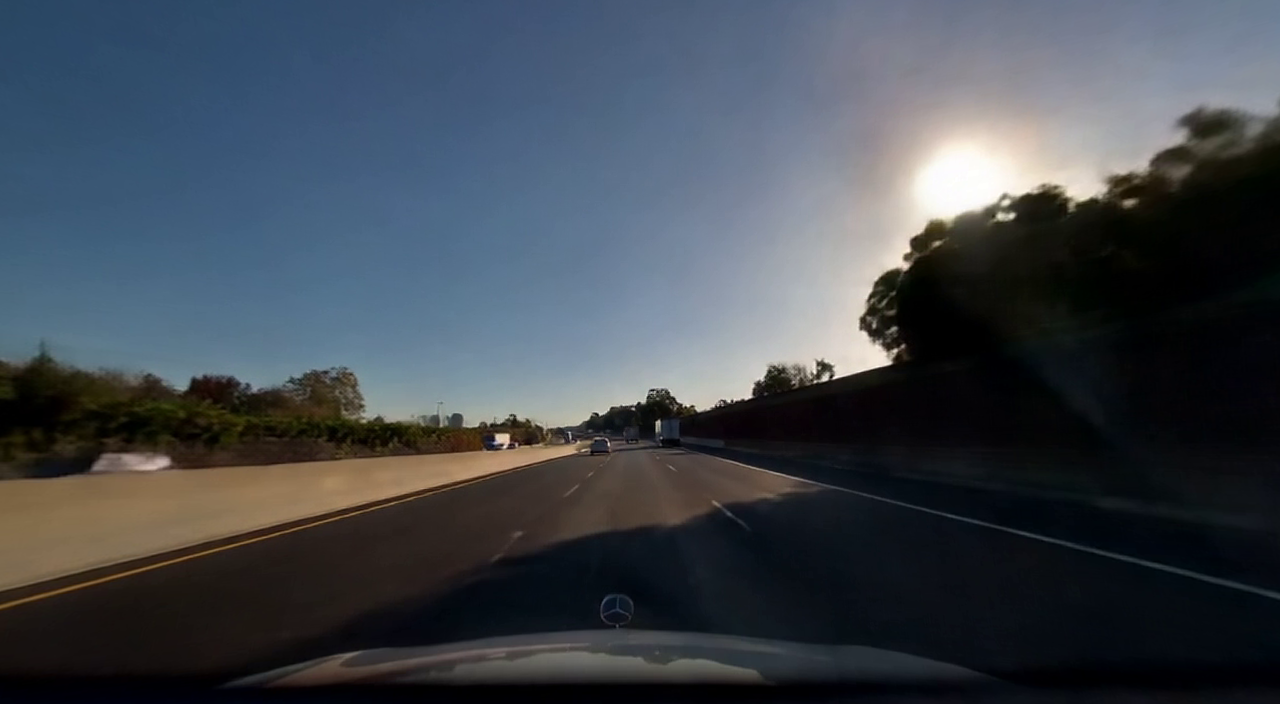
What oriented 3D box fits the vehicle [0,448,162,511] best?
[{"bbox_3d":[-16.785,3.619,18.419,1.970,1.541,4.610,0,-8,0],"label":"vehicle"}]
